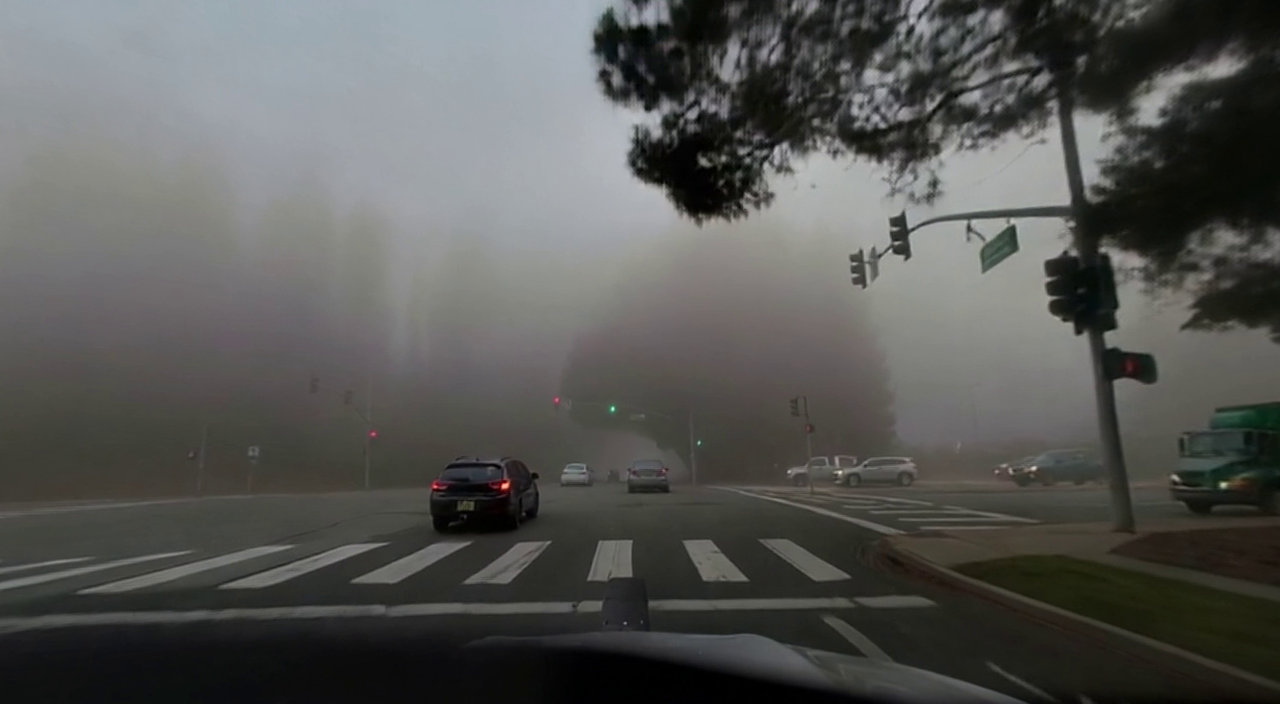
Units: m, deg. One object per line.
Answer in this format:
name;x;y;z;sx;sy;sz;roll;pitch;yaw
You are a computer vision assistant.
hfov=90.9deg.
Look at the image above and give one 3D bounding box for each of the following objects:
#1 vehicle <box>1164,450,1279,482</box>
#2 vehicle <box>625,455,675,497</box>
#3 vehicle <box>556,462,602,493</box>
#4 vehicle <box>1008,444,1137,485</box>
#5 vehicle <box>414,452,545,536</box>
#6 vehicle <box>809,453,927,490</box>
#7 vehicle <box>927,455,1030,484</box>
vehicle;28.997;5.607;31.156;4.365;1.448;1.928;0;-8;1
vehicle;0.433;5.636;28.893;2.163;1.678;3.846;0;-8;0
vehicle;-3.329;6.960;35.178;2.013;1.474;4.393;-1;-8;1
vehicle;21.089;5.501;30.901;4.585;1.681;2.140;-3;-10;0
vehicle;-3.335;3.008;13.850;1.960;1.528;3.490;0;-8;0
vehicle;11.035;5.866;30.791;4.875;1.473;2.077;-3;-12;-1
vehicle;18.561;6.446;34.741;4.478;1.495;2.063;0;-8;0
